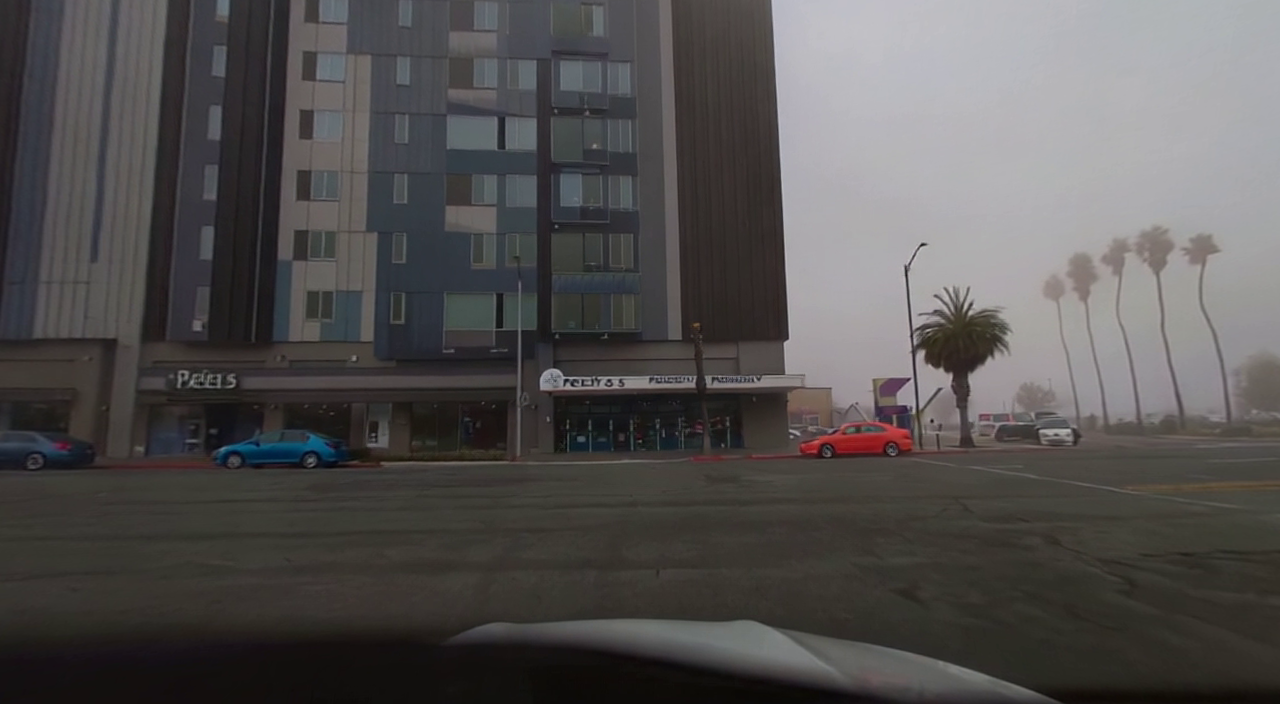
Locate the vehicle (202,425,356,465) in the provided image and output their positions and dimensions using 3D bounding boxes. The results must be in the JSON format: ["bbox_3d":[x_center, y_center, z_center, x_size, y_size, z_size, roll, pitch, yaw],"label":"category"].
[{"bbox_3d":[-13.939,3.618,24.562,4.857,1.497,1.811,0,-9,2],"label":"vehicle"}]

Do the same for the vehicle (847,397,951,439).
[{"bbox_3d":[16.166,4.168,39.665,5.524,2.504,2.196,1,-9,-3],"label":"vehicle"}]

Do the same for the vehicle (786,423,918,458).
[{"bbox_3d":[8.608,3.651,25.894,4.782,1.371,1.763,1,-9,-5],"label":"vehicle"}]

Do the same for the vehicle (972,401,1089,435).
[{"bbox_3d":[28.517,4.832,46.303,7.026,2.329,2.545,1,-6,-4],"label":"vehicle"}]

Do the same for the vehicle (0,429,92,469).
[{"bbox_3d":[-23.634,3.620,23.707,4.321,1.430,1.775,0,-9,-2],"label":"vehicle"}]
